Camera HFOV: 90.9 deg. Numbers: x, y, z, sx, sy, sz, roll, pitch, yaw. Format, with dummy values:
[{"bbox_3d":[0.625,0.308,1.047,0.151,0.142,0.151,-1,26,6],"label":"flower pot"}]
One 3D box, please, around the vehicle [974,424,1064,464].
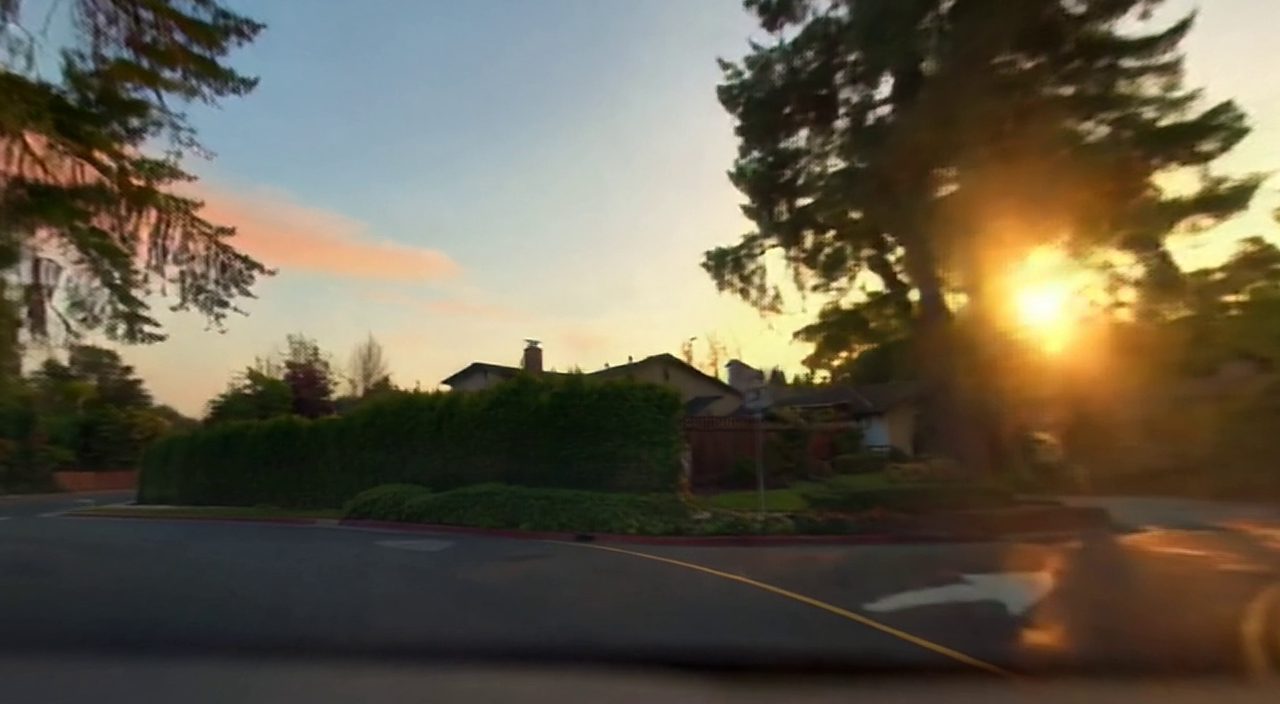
[{"bbox_3d":[15.958,3.919,26.759,1.802,1.548,3.501,-1,-9,5],"label":"vehicle"}]
